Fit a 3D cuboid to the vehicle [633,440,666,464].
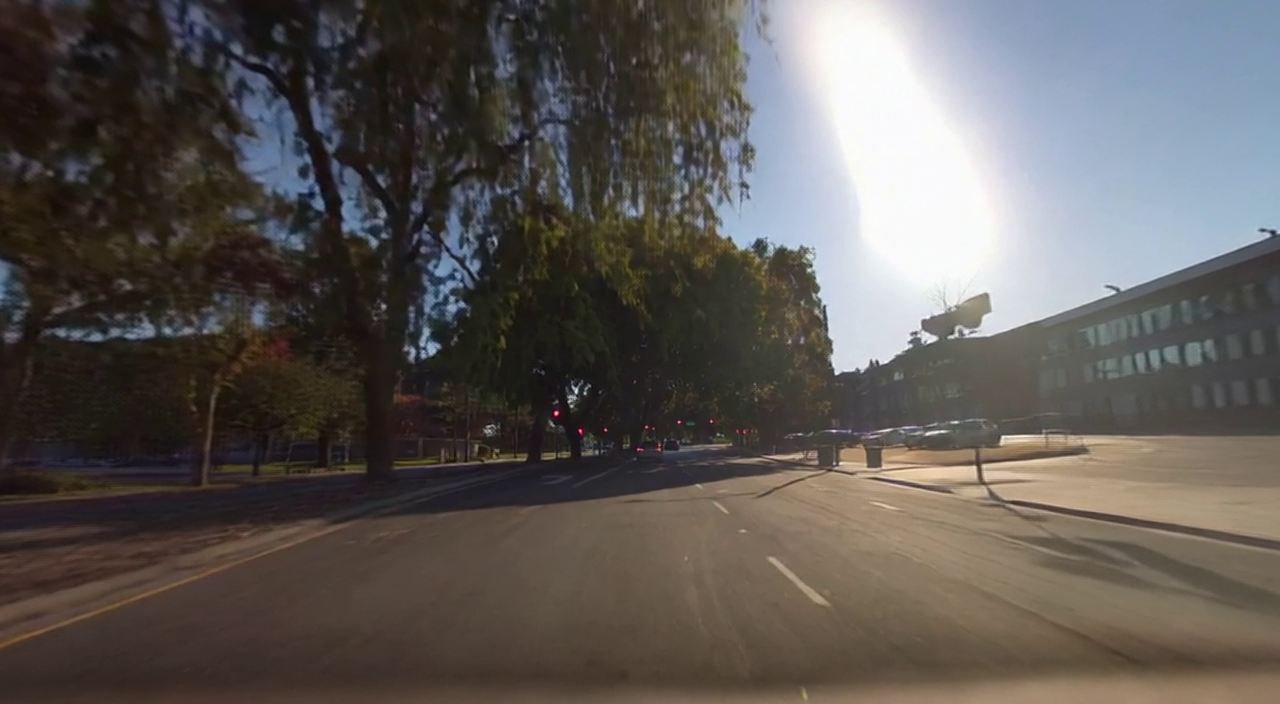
[{"bbox_3d":[0.707,6.732,42.580,2.037,1.568,3.693,-1,-8,4],"label":"vehicle"}]
